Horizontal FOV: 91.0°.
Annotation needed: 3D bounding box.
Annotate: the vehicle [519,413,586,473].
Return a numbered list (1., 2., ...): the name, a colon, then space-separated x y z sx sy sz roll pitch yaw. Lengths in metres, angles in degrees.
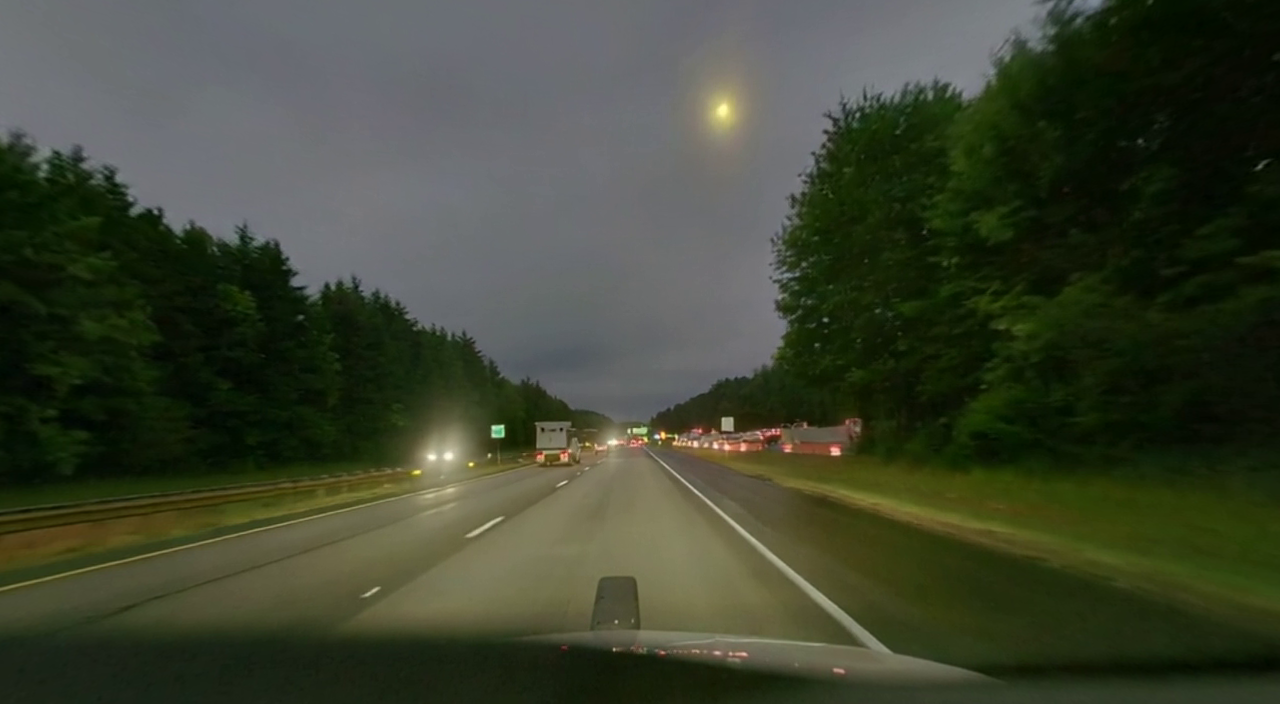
1. vehicle: -4.177 4.498 31.253 2.484 2.625 5.907 -1 -8 0
